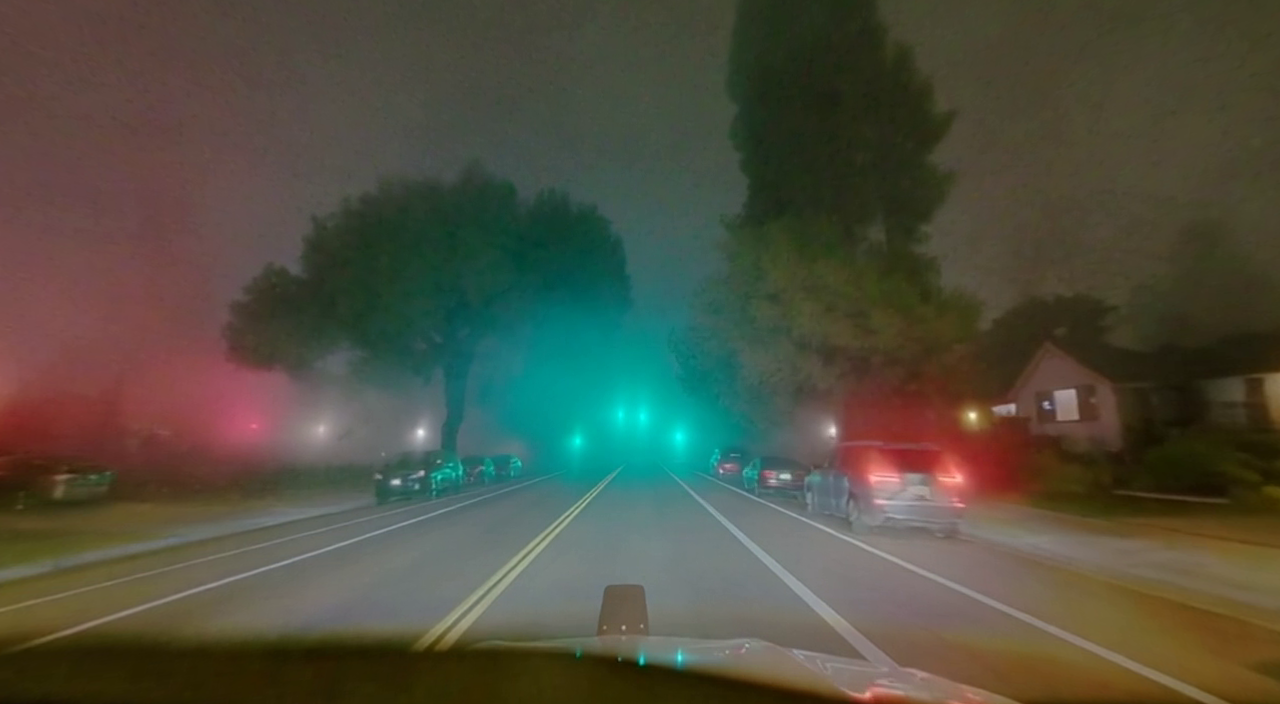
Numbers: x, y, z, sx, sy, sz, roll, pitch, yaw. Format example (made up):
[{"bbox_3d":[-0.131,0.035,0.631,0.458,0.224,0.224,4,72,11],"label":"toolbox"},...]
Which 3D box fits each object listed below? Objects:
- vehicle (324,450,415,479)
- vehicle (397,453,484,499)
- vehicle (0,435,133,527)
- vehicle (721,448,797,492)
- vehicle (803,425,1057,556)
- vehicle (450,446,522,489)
[{"bbox_3d":[-16.623,6.906,38.942,4.619,1.708,2.087,0,-8,-1],"label":"vehicle"},{"bbox_3d":[-7.691,4.795,24.737,1.971,1.479,4.307,-1,-8,1],"label":"vehicle"},{"bbox_3d":[-13.858,2.792,14.016,3.513,1.829,1.976,-1,-8,7],"label":"vehicle"},{"bbox_3d":[4.415,4.430,24.150,2.048,1.469,4.673,0,-8,1],"label":"vehicle"},{"bbox_3d":[4.527,2.220,10.925,2.137,1.747,4.797,0,-8,1],"label":"vehicle"},{"bbox_3d":[-7.352,5.519,30.609,2.218,1.807,5.032,-1,-8,0],"label":"vehicle"}]
